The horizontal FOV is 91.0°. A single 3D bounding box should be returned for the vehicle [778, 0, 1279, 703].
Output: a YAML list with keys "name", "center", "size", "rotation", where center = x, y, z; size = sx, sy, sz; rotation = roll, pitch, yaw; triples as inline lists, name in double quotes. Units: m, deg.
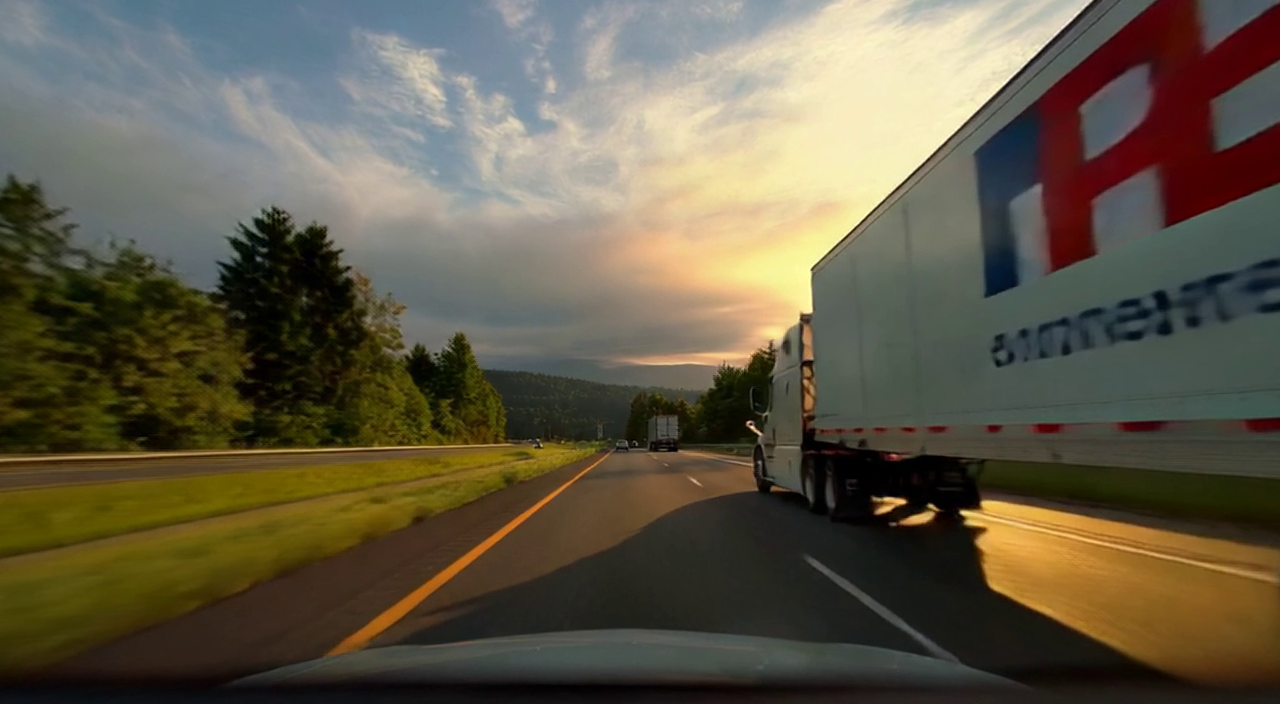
- name: "vehicle"
  center: [4.246, -0.057, 4.926]
  size: [2.871, 4.072, 14.183]
  rotation: [0, -8, -1]
